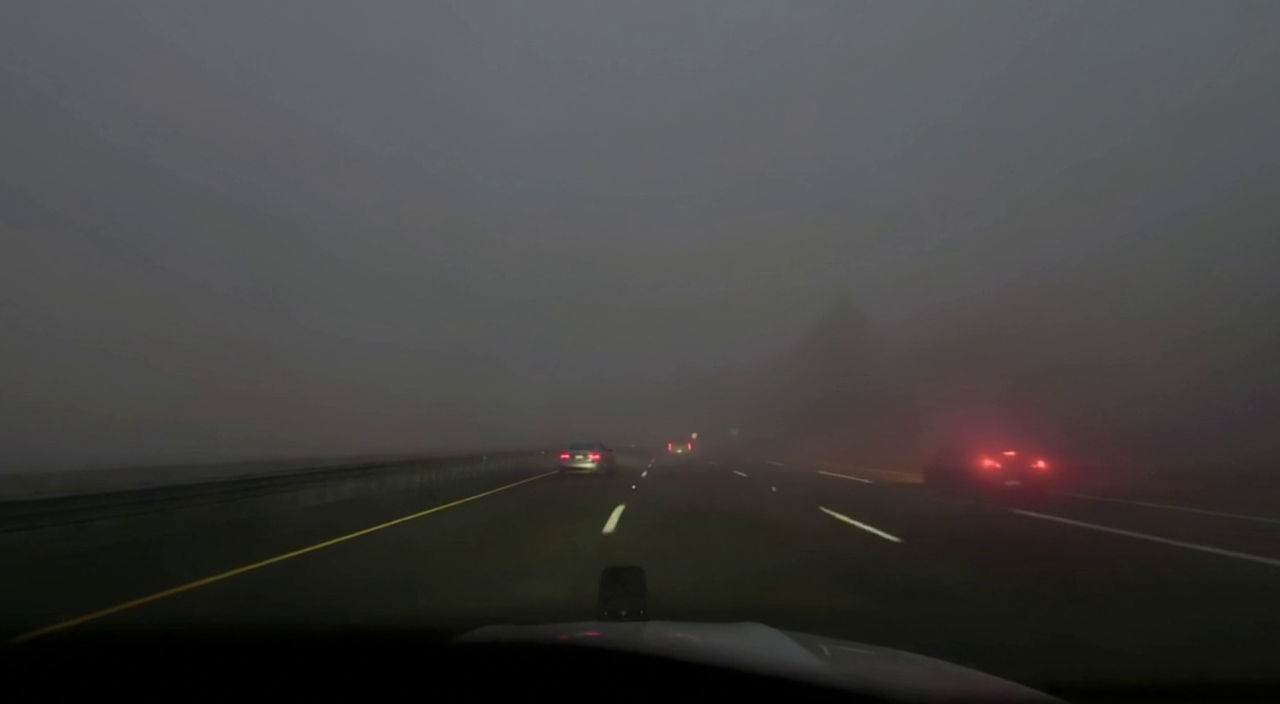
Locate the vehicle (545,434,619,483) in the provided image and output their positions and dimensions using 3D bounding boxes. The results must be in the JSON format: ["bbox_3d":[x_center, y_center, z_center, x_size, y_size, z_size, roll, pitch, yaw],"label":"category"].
[{"bbox_3d":[-1.936,3.734,22.333,2.050,1.546,4.344,0,-8,2],"label":"vehicle"}]

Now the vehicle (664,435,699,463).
[{"bbox_3d":[2.618,6.220,40.519,2.063,1.698,4.355,0,-8,2],"label":"vehicle"}]

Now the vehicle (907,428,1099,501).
[{"bbox_3d":[8.662,2.721,15.662,1.870,1.493,5.015,0,-8,1],"label":"vehicle"}]
